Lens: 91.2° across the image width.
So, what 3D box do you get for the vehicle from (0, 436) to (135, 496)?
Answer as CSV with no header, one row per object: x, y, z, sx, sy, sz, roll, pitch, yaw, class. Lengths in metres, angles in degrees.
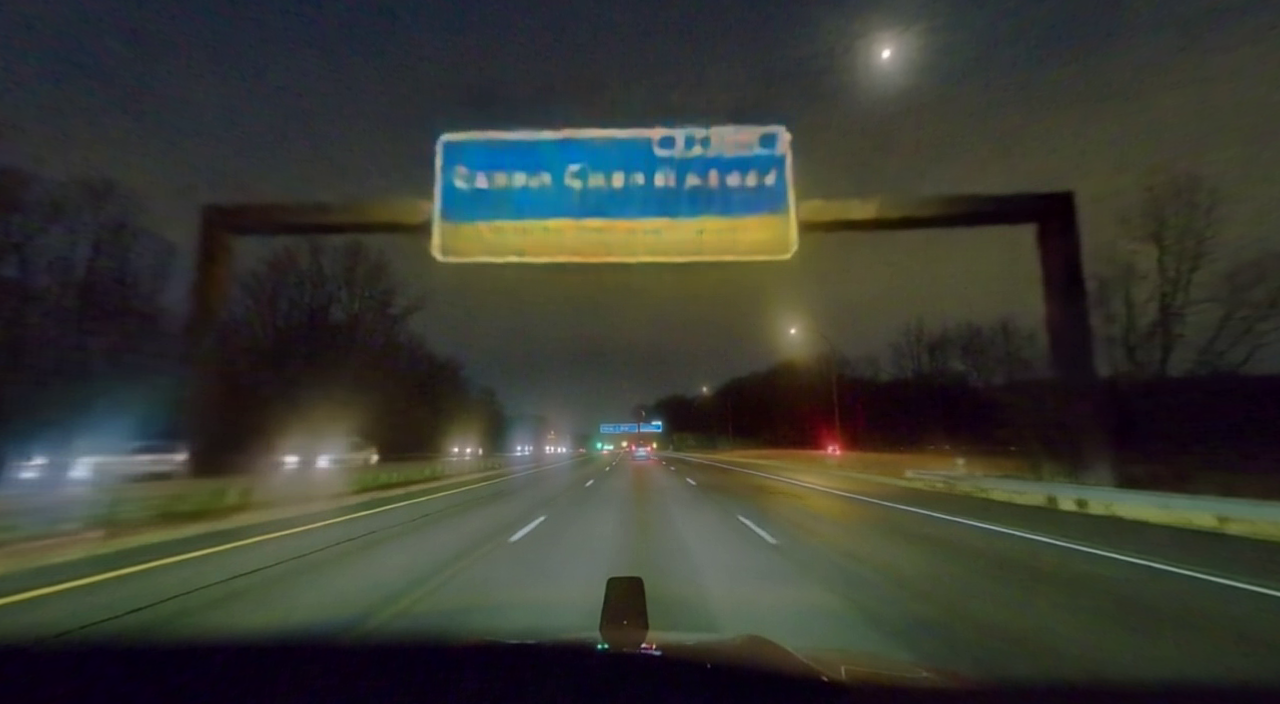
-17.123,3.155,17.646,1.927,1.509,4.717,0,-8,0,vehicle

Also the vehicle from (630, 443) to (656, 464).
0.220,7.424,45.994,1.859,1.478,3.799,0,-8,0,vehicle

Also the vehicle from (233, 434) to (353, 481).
-13.056,3.989,23.977,2.016,1.578,4.479,0,-8,0,vehicle
